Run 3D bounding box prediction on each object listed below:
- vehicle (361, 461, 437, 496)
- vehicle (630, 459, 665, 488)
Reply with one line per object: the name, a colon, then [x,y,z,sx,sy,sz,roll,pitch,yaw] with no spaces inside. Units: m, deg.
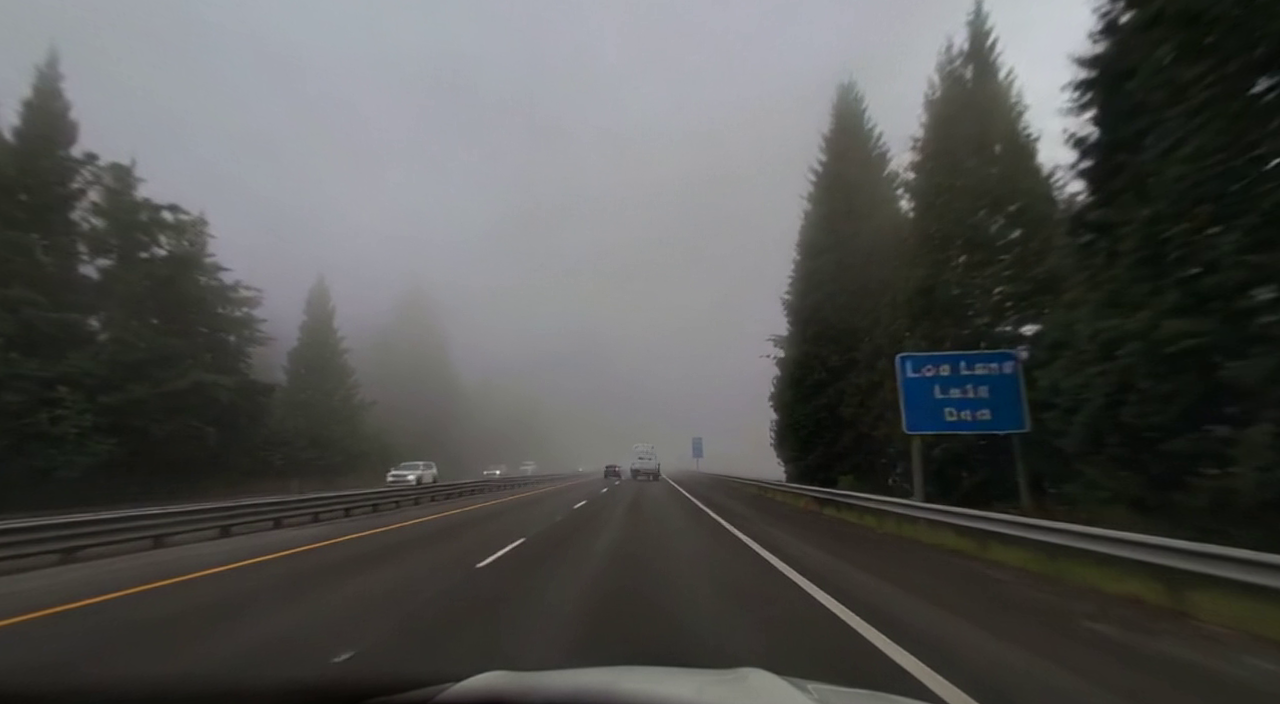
vehicle: [-11.257,5.951,29.741,1.894,1.469,3.976,1,-10,1]
vehicle: [0.439,7.691,39.872,2.048,1.663,4.377,1,-10,0]
